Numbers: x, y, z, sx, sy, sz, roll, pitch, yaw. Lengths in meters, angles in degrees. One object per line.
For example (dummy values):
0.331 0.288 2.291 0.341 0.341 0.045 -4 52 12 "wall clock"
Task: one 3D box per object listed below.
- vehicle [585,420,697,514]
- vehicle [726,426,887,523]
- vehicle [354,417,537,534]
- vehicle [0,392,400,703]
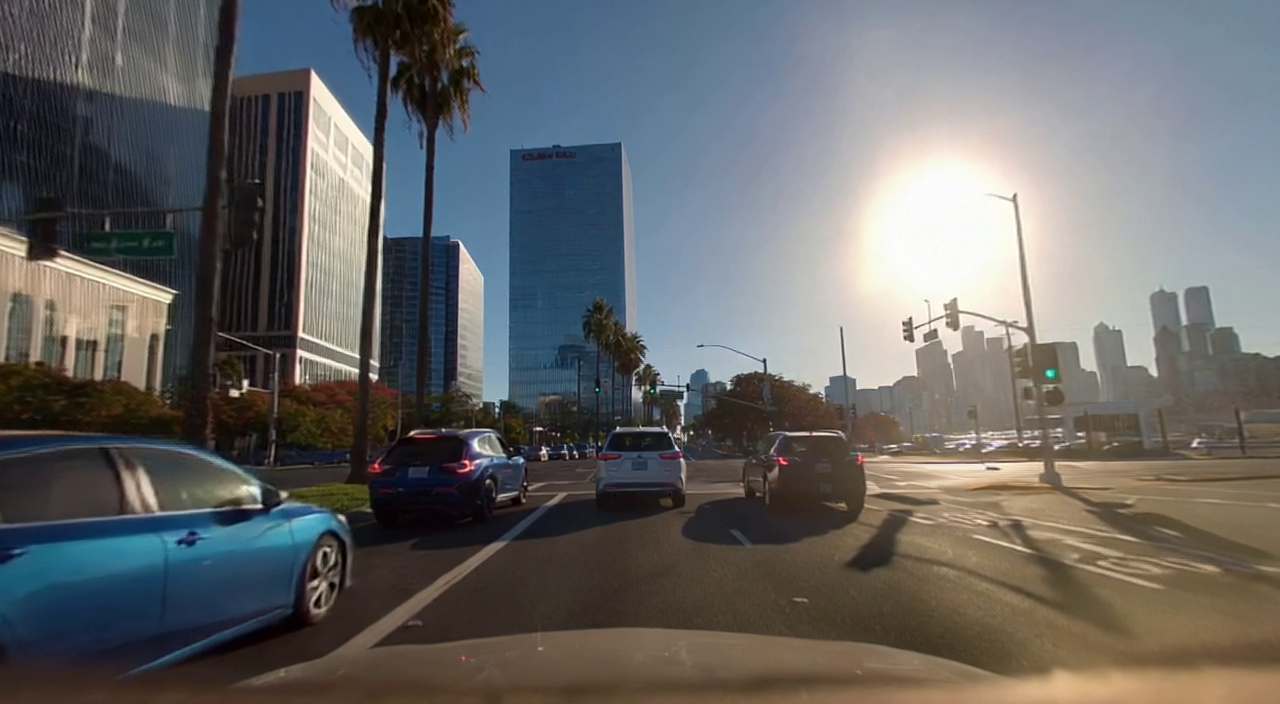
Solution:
0.012 2.453 13.886 2.060 1.730 4.257 0 -9 0 "vehicle"
2.992 2.289 12.308 1.936 1.567 3.896 0 -9 -2 "vehicle"
-3.201 2.123 11.377 1.938 1.713 4.048 0 -9 1 "vehicle"
-3.219 1.082 3.472 1.962 1.480 4.605 0 -9 0 "vehicle"
